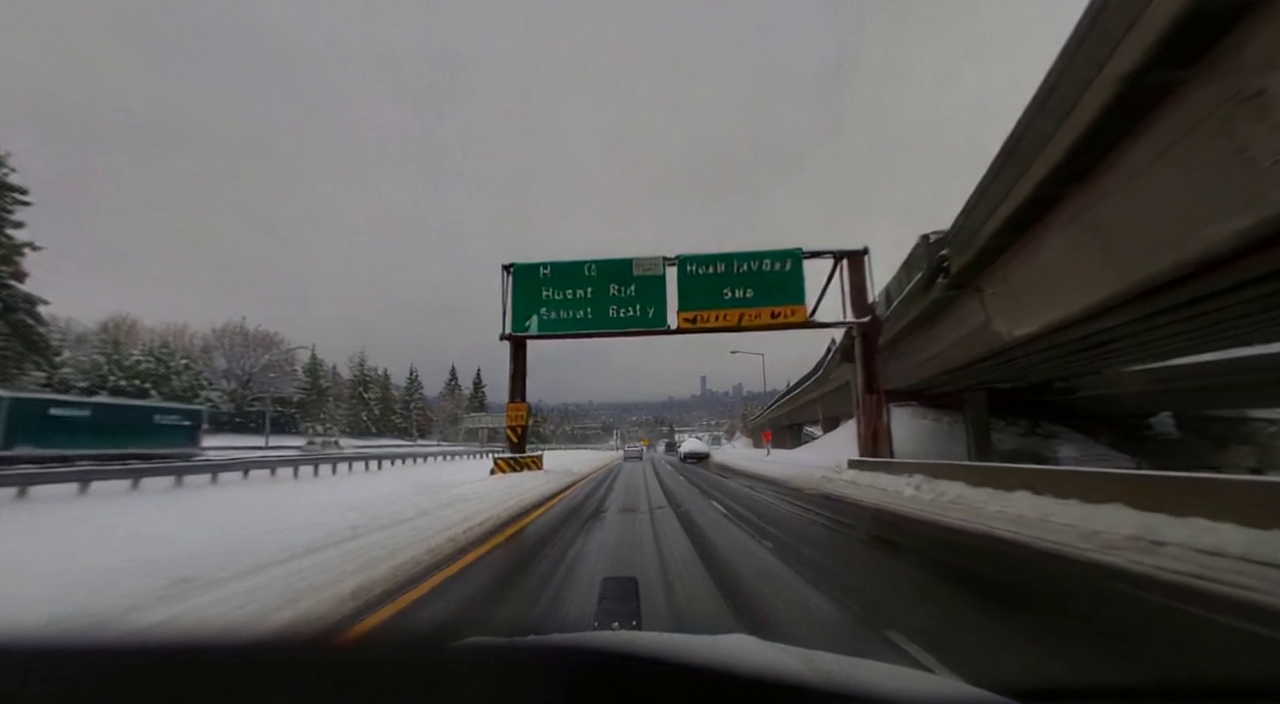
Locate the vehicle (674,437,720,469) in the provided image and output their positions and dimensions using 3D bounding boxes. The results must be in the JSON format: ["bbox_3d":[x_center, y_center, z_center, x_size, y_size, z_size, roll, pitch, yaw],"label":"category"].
[{"bbox_3d":[3.367,6.115,38.237,2.226,1.779,4.835,0,-9,-1],"label":"vehicle"}]

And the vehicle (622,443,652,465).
[{"bbox_3d":[-0.161,7.391,45.795,2.046,1.475,3.784,-1,-9,1],"label":"vehicle"}]

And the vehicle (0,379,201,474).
[{"bbox_3d":[-27.182,3.802,30.501,2.798,3.790,12.764,0,-9,0],"label":"vehicle"}]
